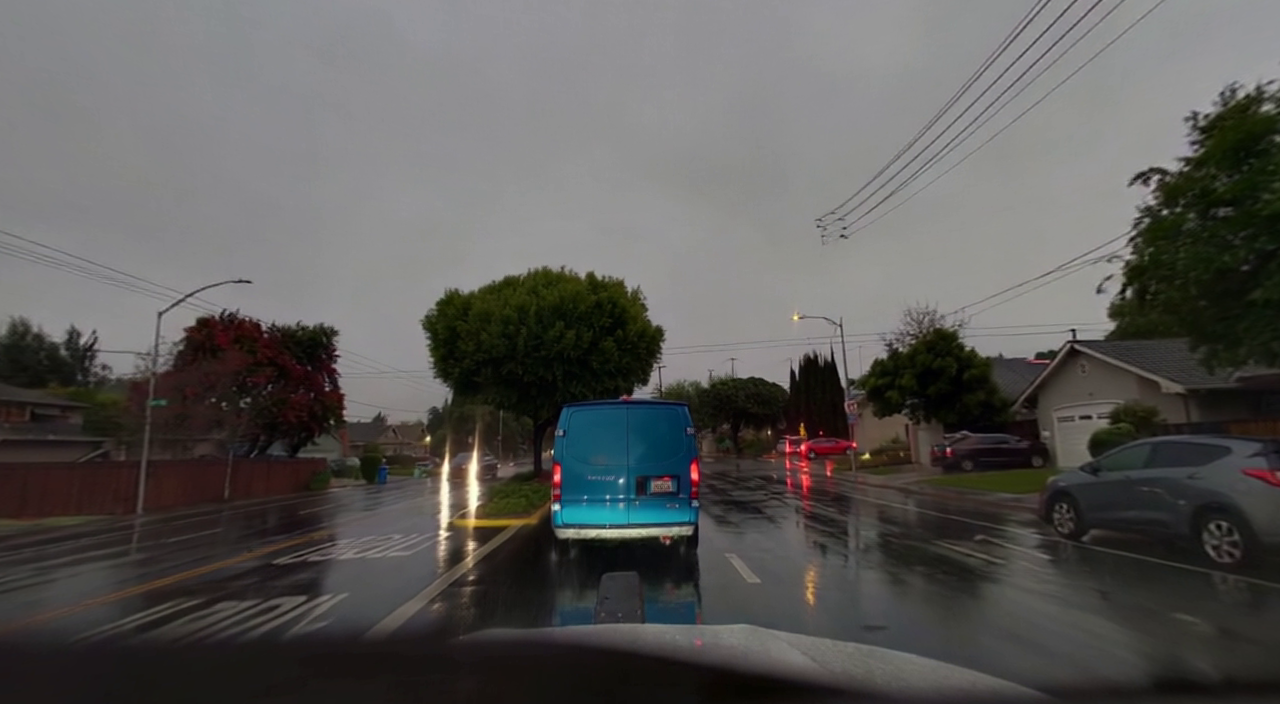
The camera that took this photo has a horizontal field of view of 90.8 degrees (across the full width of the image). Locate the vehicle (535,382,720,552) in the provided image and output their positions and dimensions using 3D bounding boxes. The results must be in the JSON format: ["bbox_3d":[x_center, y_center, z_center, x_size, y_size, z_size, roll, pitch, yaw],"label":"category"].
[{"bbox_3d":[-0.309,1.824,10.539,2.342,2.142,4.809,0,-9,-4],"label":"vehicle"}]

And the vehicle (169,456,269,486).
[{"bbox_3d":[-27.404,7.736,41.214,4.972,1.776,2.057,0,-9,-1],"label":"vehicle"}]

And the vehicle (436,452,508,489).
[{"bbox_3d":[-7.447,5.301,28.506,1.962,1.481,4.434,0,-9,1],"label":"vehicle"}]

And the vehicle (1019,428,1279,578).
[{"bbox_3d":[7.348,1.825,8.352,1.883,1.504,4.220,0,-9,-3],"label":"vehicle"}]

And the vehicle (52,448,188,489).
[{"bbox_3d":[-26.900,6.021,32.833,5.026,2.017,2.215,0,-9,-1],"label":"vehicle"}]

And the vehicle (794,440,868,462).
[{"bbox_3d":[13.090,6.805,43.448,4.483,1.463,1.805,0,-9,-1],"label":"vehicle"}]

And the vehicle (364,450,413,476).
[{"bbox_3d":[-18.002,7.922,45.379,1.841,1.769,4.105,0,-9,0],"label":"vehicle"}]

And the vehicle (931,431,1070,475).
[{"bbox_3d":[13.128,3.700,23.199,3.916,1.517,1.887,0,-9,-1],"label":"vehicle"}]

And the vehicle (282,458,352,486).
[{"bbox_3d":[-18.449,6.857,36.280,1.816,1.445,4.120,0,-9,0],"label":"vehicle"}]
